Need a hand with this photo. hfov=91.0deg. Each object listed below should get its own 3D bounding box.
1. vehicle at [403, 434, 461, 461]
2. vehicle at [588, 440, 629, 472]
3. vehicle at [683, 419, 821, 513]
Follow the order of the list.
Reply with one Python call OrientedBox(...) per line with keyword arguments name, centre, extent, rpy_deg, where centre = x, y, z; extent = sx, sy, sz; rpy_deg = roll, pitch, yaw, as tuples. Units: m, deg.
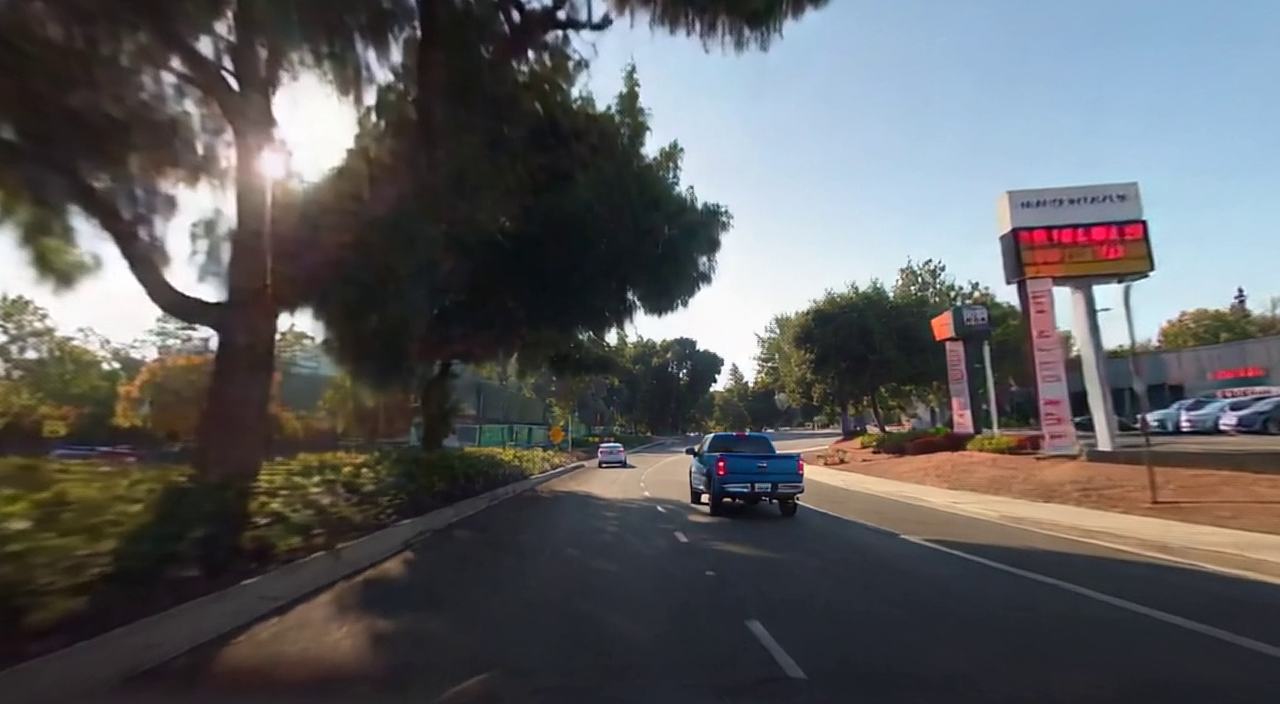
OrientedBox(name="vehicle", centre=(-14.224, 6.584, 43.311), extent=(2.088, 1.718, 4.798), rpy_deg=(0, -9, 4))
OrientedBox(name="vehicle", centre=(-1.604, 5.419, 33.054), extent=(1.968, 1.521, 4.262), rpy_deg=(1, -9, -1))
OrientedBox(name="vehicle", centre=(2.524, 2.805, 15.999), extent=(2.367, 1.919, 5.651), rpy_deg=(1, -9, -1))
